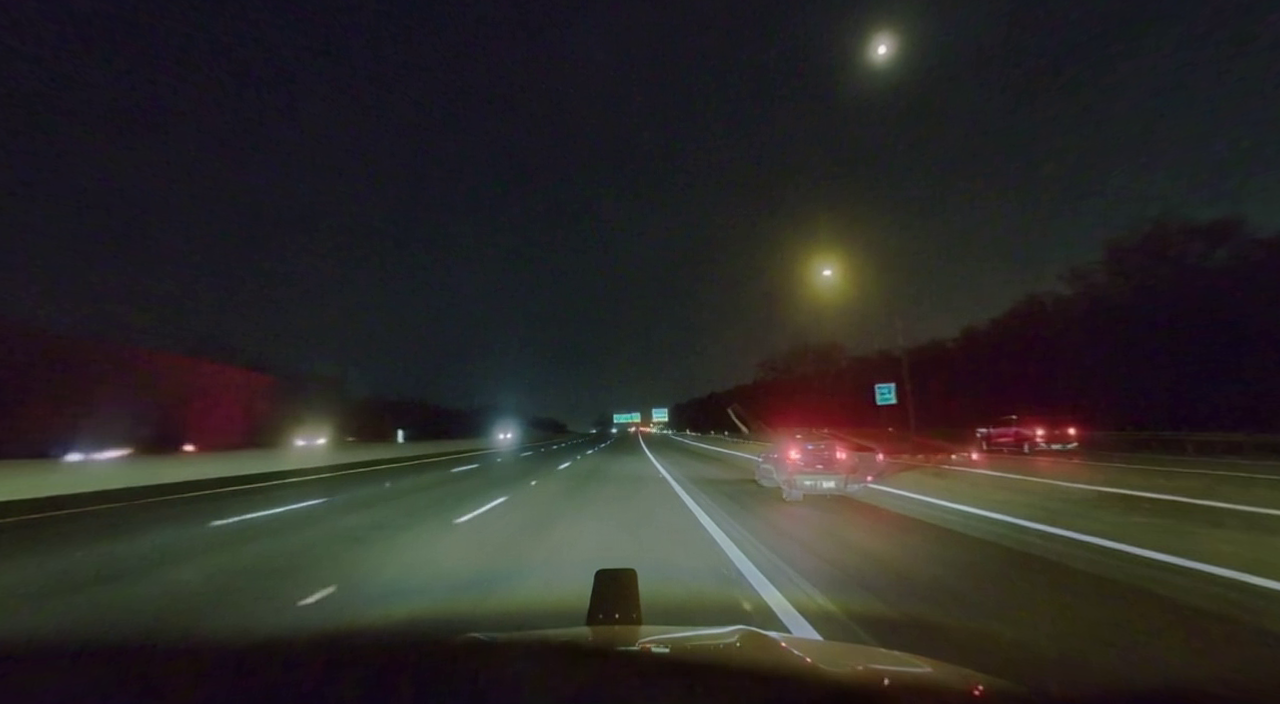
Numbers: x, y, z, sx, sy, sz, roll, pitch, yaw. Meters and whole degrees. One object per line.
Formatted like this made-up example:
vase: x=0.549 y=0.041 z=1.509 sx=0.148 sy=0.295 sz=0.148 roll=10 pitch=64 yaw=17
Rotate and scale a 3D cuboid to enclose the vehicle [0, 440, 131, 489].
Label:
vehicle: x=-20.373 y=3.796 z=21.770 sx=1.816 sy=1.493 sz=4.415 roll=0 pitch=-8 yaw=-1
